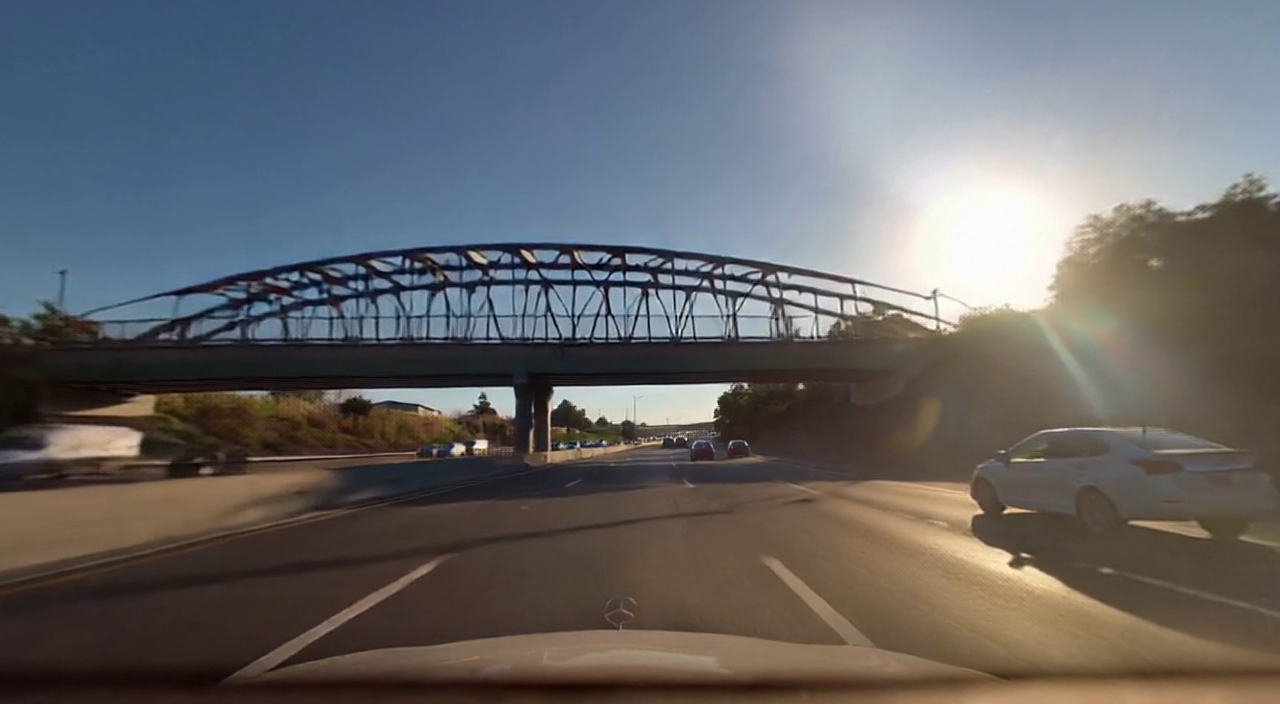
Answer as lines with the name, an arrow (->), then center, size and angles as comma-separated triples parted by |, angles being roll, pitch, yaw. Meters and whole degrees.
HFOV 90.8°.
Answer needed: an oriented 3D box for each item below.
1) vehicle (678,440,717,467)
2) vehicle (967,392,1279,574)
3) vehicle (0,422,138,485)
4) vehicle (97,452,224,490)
vehicle -> 3.353, 5.970, 37.424 | 1.981, 1.471, 4.342 | 0, -9, 1
vehicle -> 7.008, 1.673, 8.855 | 2.087, 1.806, 4.946 | 0, -9, -1
vehicle -> -28.513, 4.899, 30.725 | 2.242, 2.658, 6.965 | 0, -9, 1
vehicle -> -20.518, 5.080, 27.329 | 1.916, 1.475, 4.525 | 0, -9, 1
